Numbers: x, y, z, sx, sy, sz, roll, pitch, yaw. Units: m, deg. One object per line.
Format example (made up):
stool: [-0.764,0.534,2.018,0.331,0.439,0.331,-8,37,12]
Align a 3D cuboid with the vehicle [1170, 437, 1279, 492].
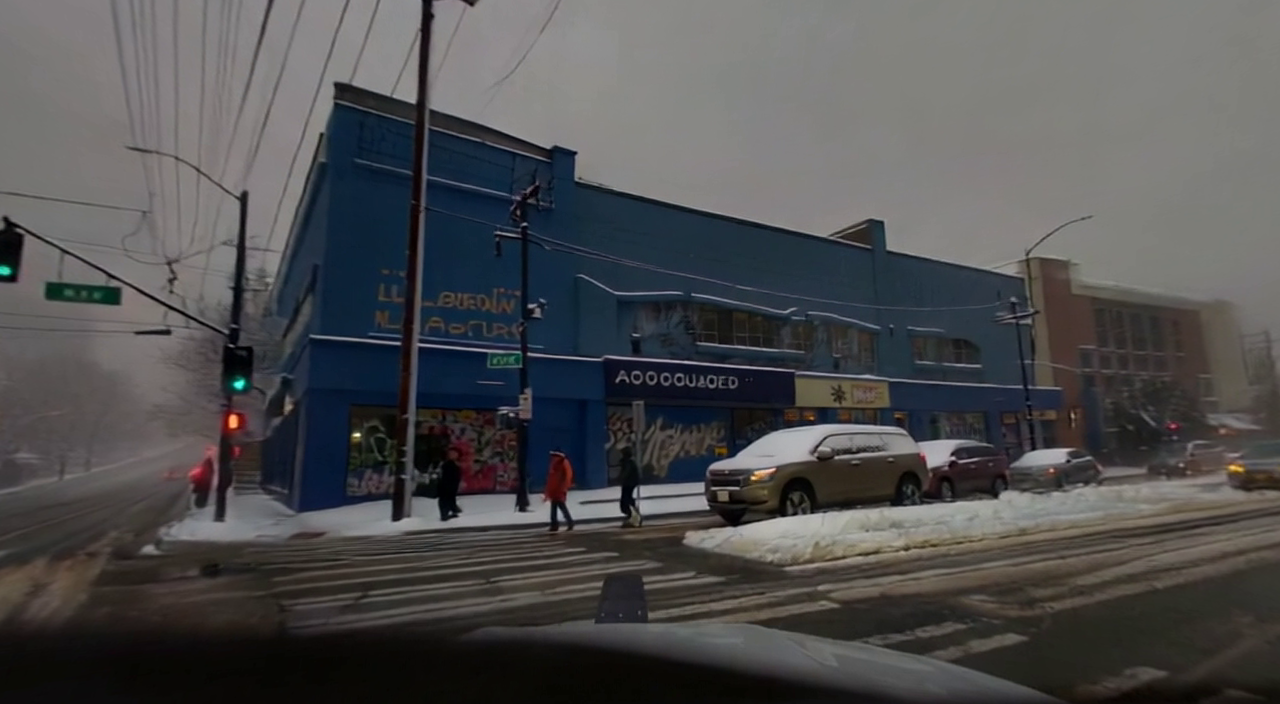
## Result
vehicle: [21.719,4.057,23.224,4.811,1.807,1.955,5,-10,-33]

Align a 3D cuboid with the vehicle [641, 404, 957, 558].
vehicle: [2.743,1.999,10.597,4.970,1.972,2.372,5,-10,-34]

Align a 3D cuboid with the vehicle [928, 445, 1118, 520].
vehicle: [9.144,2.968,14.994,4.672,1.459,1.938,5,-10,-33]

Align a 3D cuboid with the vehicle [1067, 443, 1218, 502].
vehicle: [15.081,3.526,18.921,4.619,1.511,2.010,5,-10,-32]
